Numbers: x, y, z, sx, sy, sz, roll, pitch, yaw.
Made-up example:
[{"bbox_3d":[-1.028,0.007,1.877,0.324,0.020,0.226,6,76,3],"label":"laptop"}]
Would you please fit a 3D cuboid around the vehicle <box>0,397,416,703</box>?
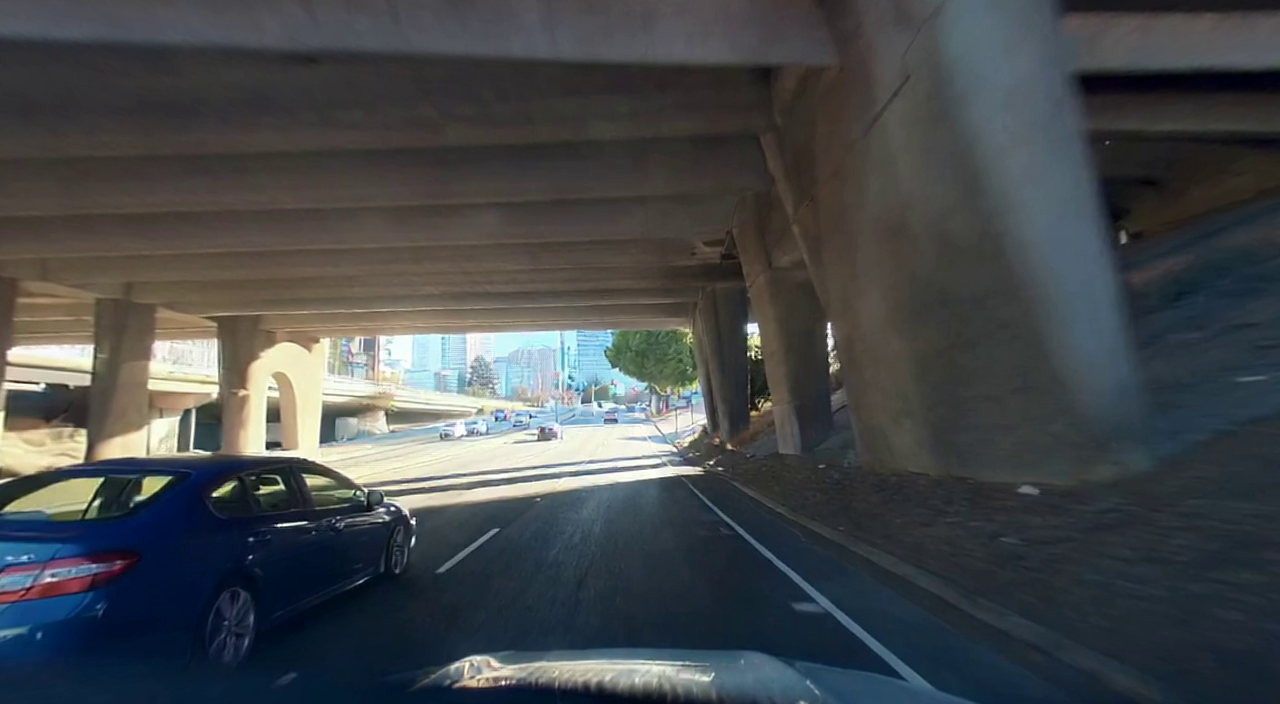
[{"bbox_3d":[-3.172,1.156,3.813,2.041,1.470,4.290,0,-9,0],"label":"vehicle"}]
